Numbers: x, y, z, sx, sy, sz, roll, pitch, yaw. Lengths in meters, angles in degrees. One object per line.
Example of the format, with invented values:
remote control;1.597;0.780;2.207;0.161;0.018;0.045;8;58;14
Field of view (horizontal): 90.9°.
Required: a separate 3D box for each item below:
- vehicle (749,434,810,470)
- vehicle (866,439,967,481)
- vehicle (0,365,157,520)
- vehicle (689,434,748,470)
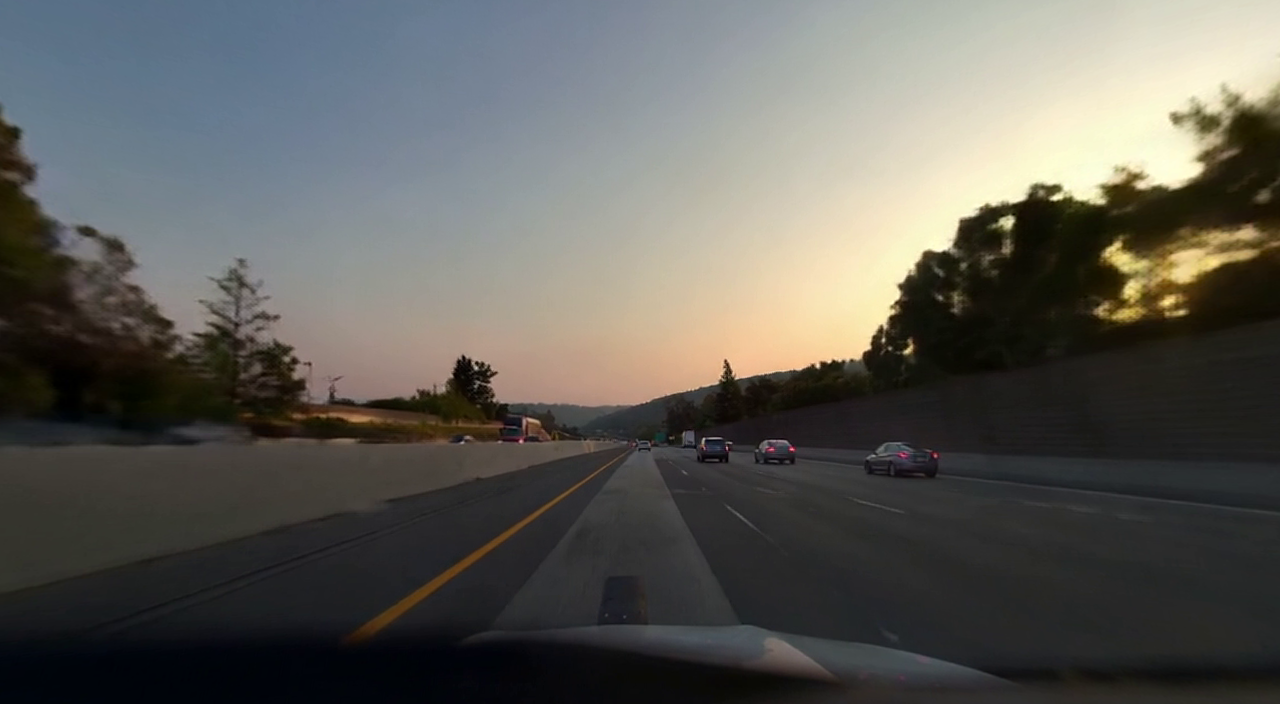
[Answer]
vehicle;7.280;5.257;33.438;2.178;1.749;4.570;0;-8;-1
vehicle;10.735;4.216;24.891;1.970;1.479;4.480;0;-8;0
vehicle;-6.591;0.831;5.783;1.511;1.402;3.426;0;-8;1
vehicle;3.784;4.934;31.236;2.326;1.644;4.206;0;-8;-1
